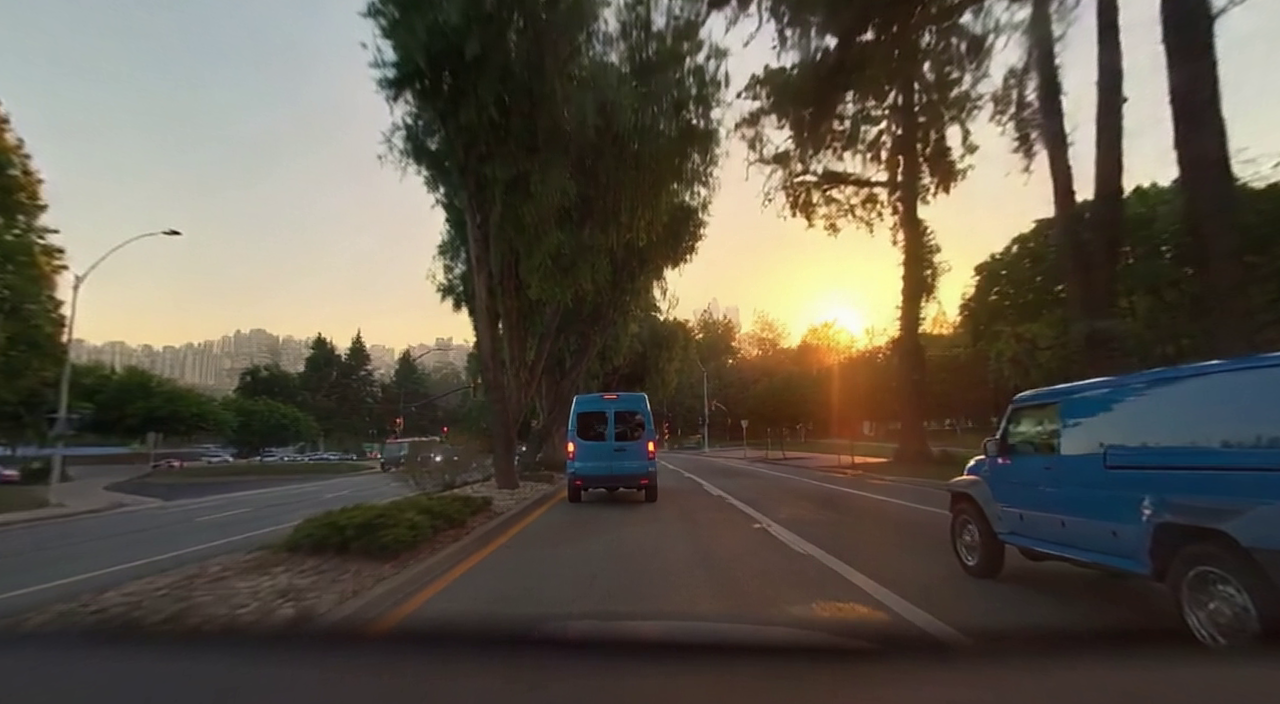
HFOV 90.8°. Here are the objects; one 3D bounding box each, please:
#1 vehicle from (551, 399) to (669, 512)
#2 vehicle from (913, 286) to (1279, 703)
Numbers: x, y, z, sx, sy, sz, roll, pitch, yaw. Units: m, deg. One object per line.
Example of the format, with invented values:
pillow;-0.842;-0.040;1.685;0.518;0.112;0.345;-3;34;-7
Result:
vehicle;-0.539;2.223;13.736;2.145;2.046;4.309;0;-9;0
vehicle;3.724;0.904;4.220;1.988;1.873;3.968;0;-9;0
